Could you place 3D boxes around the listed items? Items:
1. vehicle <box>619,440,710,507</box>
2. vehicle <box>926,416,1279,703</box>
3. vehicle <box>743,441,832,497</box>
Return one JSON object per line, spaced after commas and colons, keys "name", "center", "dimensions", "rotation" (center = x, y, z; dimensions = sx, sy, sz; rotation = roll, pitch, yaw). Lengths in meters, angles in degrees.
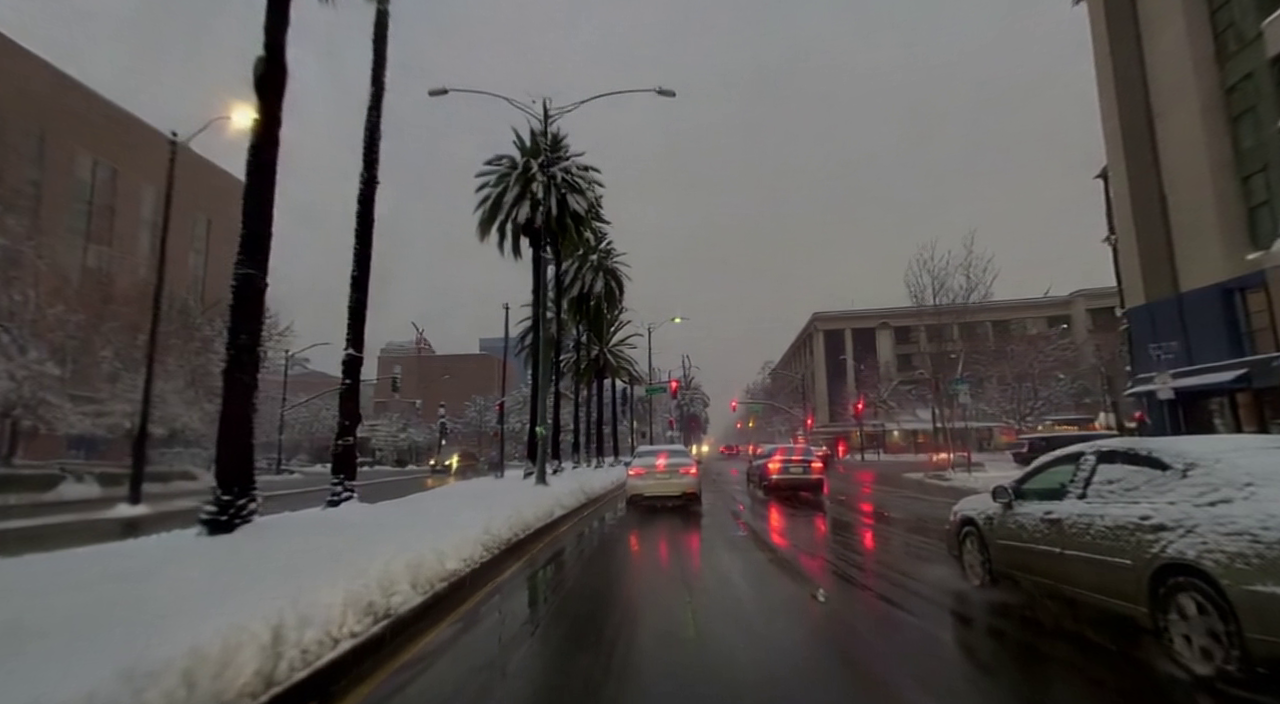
{"name": "vehicle", "center": [0.675, 3.060, 16.333], "dimensions": [2.078, 1.503, 3.681], "rotation": [-1, -9, 4]}
{"name": "vehicle", "center": [3.915, 1.243, 4.305], "dimensions": [1.913, 1.469, 4.425], "rotation": [0, -9, 1]}
{"name": "vehicle", "center": [4.344, 3.502, 19.307], "dimensions": [1.920, 1.490, 4.417], "rotation": [-1, -9, 4]}
